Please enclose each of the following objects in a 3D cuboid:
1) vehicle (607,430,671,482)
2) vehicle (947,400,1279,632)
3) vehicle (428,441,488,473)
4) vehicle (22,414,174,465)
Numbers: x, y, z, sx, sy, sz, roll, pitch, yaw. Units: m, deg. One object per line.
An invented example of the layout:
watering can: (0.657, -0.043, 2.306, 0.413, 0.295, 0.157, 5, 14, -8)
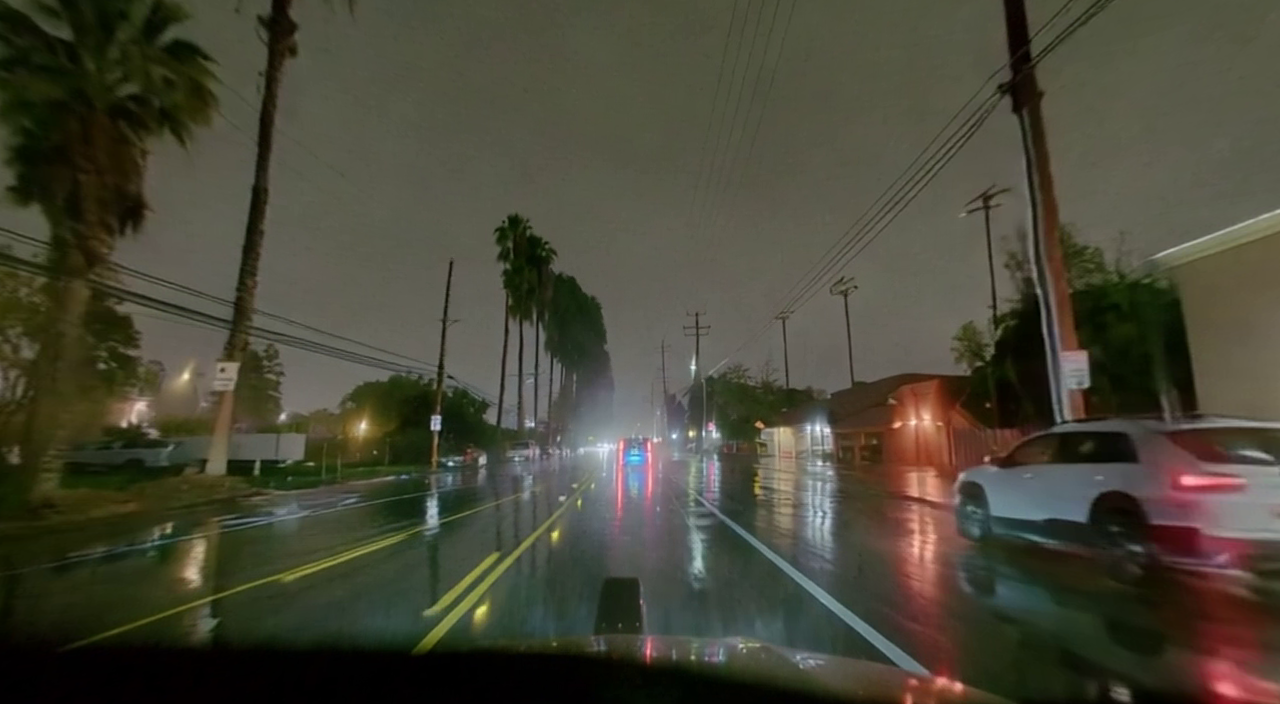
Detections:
vehicle: (-0.084, 3.999, 24.489, 2.264, 1.798, 4.563, 0, -9, -1)
vehicle: (6.044, 1.653, 7.399, 2.153, 1.801, 5.163, 0, -9, -1)
vehicle: (-10.339, 6.008, 36.201, 2.075, 1.693, 4.696, 0, -9, -1)
vehicle: (-20.701, 3.377, 24.162, 1.911, 1.762, 4.127, -8, -12, 43)
